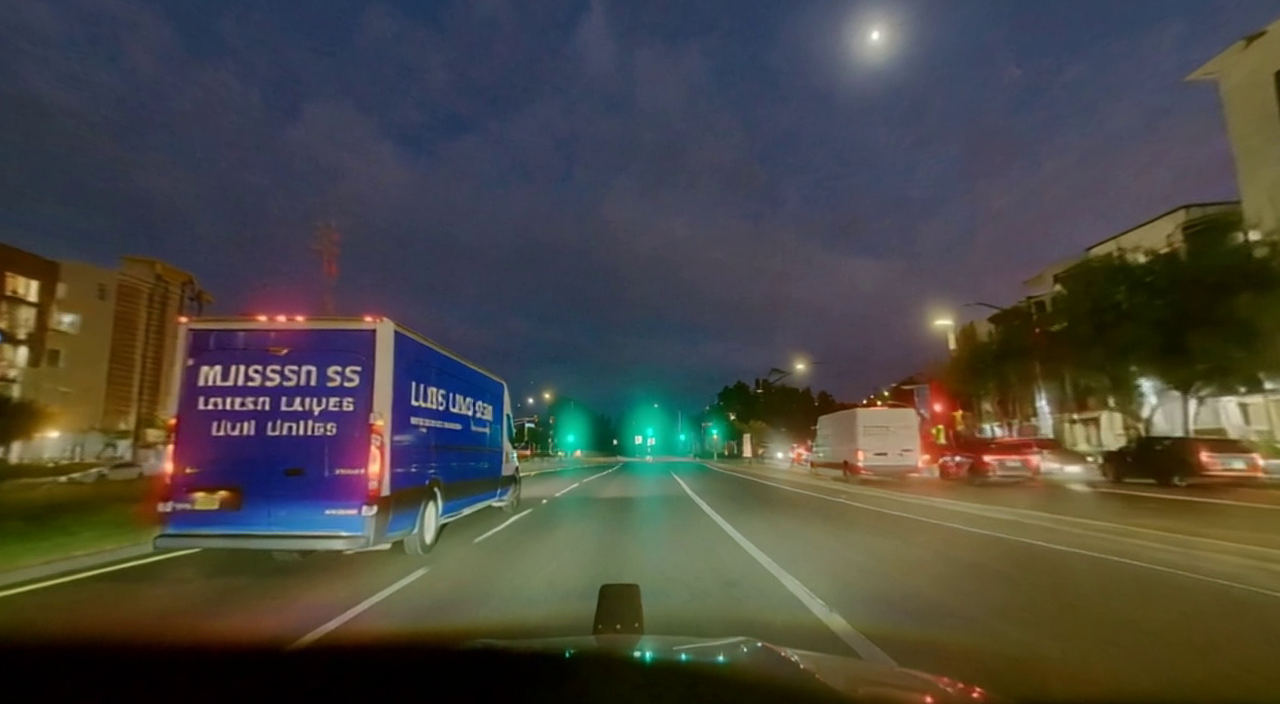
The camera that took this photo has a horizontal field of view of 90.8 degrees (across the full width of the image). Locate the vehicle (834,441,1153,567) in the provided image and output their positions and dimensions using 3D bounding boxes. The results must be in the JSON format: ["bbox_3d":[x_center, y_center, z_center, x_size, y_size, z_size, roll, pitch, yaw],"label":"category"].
[{"bbox_3d":[4.888,2.141,9.901,2.127,1.439,5.034,0,-8,0],"label":"vehicle"}]

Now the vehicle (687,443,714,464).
[{"bbox_3d":[4.617,7.769,48.468,1.878,1.534,4.120,-1,-8,3],"label":"vehicle"}]

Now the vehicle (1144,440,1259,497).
[{"bbox_3d":[16.380,3.321,18.369,4.307,1.438,1.923,8,-12,-42],"label":"vehicle"}]

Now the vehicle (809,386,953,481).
[{"bbox_3d":[9.179,3.306,25.272,2.882,3.208,7.609,0,-8,1],"label":"vehicle"}]

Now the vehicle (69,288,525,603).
[{"bbox_3d":[-3.884,1.386,9.789,2.763,2.974,7.562,0,-8,0],"label":"vehicle"}]
